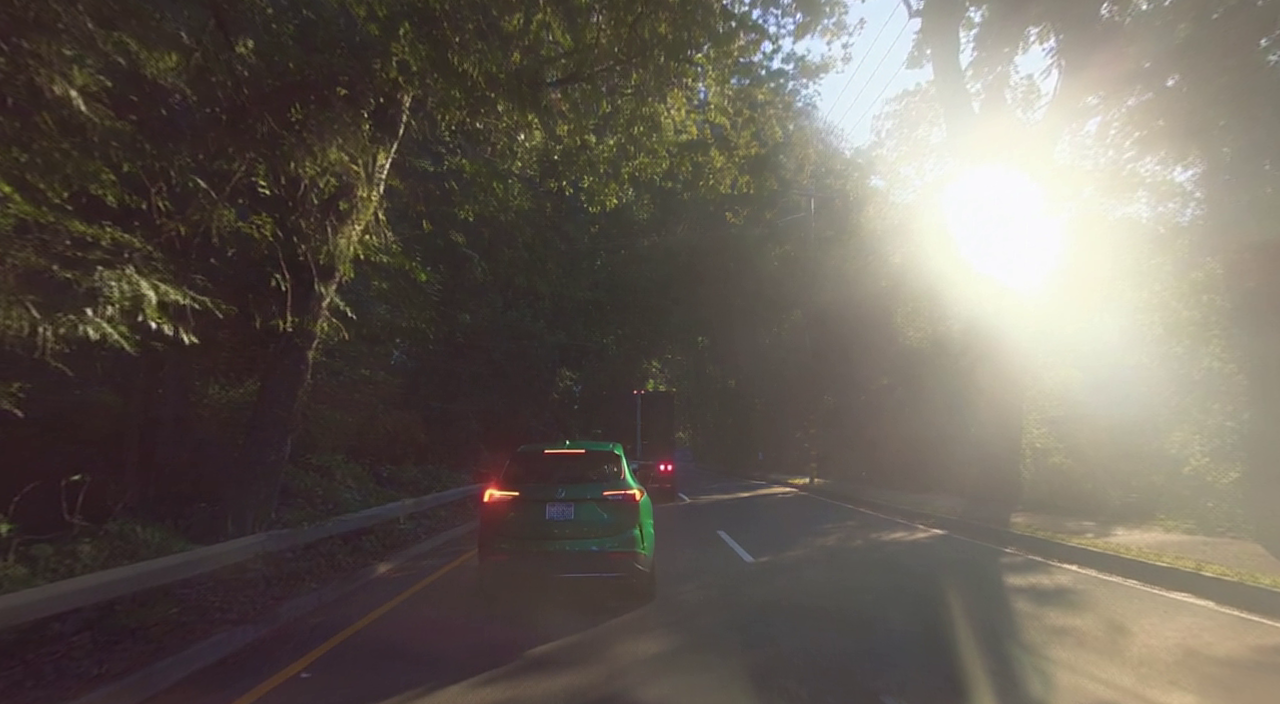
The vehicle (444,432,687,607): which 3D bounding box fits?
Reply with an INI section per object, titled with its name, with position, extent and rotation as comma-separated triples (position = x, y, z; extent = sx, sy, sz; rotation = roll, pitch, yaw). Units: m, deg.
[vehicle]
position = -0.633, 1.751, 7.510
extent = 2.076, 1.490, 4.078
rotation = 0, -9, 0
